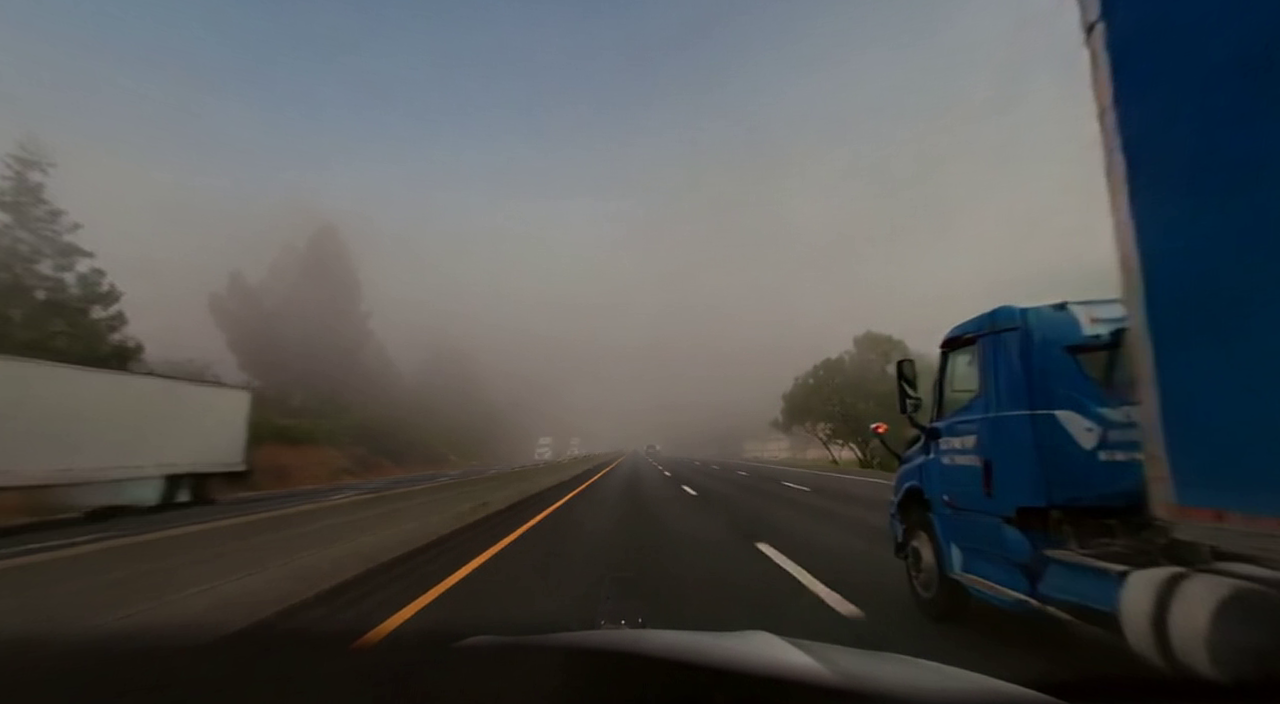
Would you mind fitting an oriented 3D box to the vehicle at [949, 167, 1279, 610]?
[{"bbox_3d":[7.281,0.248,5.150,3.032,3.946,12.509,0,-9,-1],"label":"vehicle"}]

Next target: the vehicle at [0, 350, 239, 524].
[{"bbox_3d":[-15.792,2.213,16.065,3.215,3.811,12.193,0,-9,-1],"label":"vehicle"}]
